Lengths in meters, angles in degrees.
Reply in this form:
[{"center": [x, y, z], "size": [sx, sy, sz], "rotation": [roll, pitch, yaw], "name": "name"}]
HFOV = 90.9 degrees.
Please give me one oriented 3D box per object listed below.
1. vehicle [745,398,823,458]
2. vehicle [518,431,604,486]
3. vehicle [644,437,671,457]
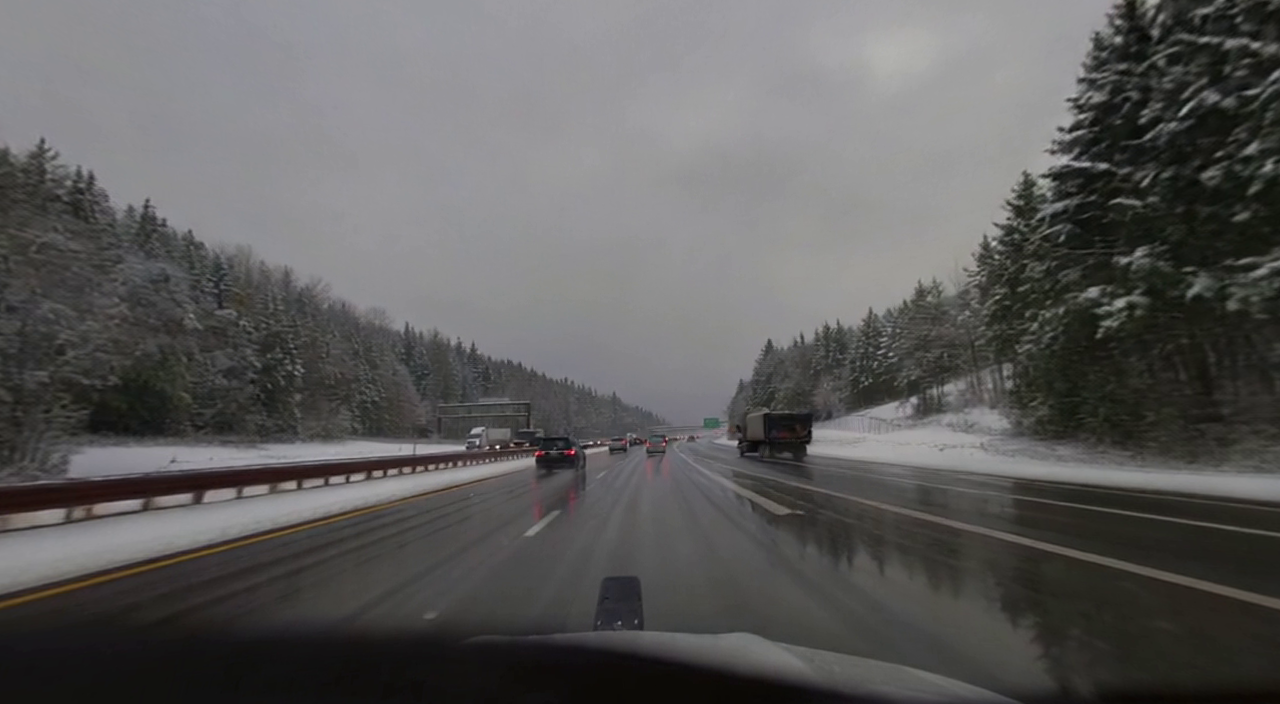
[{"center": [10.218, 5.630, 46.065], "size": [2.999, 3.901, 10.127], "rotation": [0, -8, -1], "name": "vehicle"}, {"center": [-2.456, 3.440, 20.828], "size": [2.137, 1.618, 4.209], "rotation": [0, -8, 2], "name": "vehicle"}, {"center": [1.341, 7.373, 49.054], "size": [2.004, 1.465, 3.842], "rotation": [0, -8, 1], "name": "vehicle"}]
